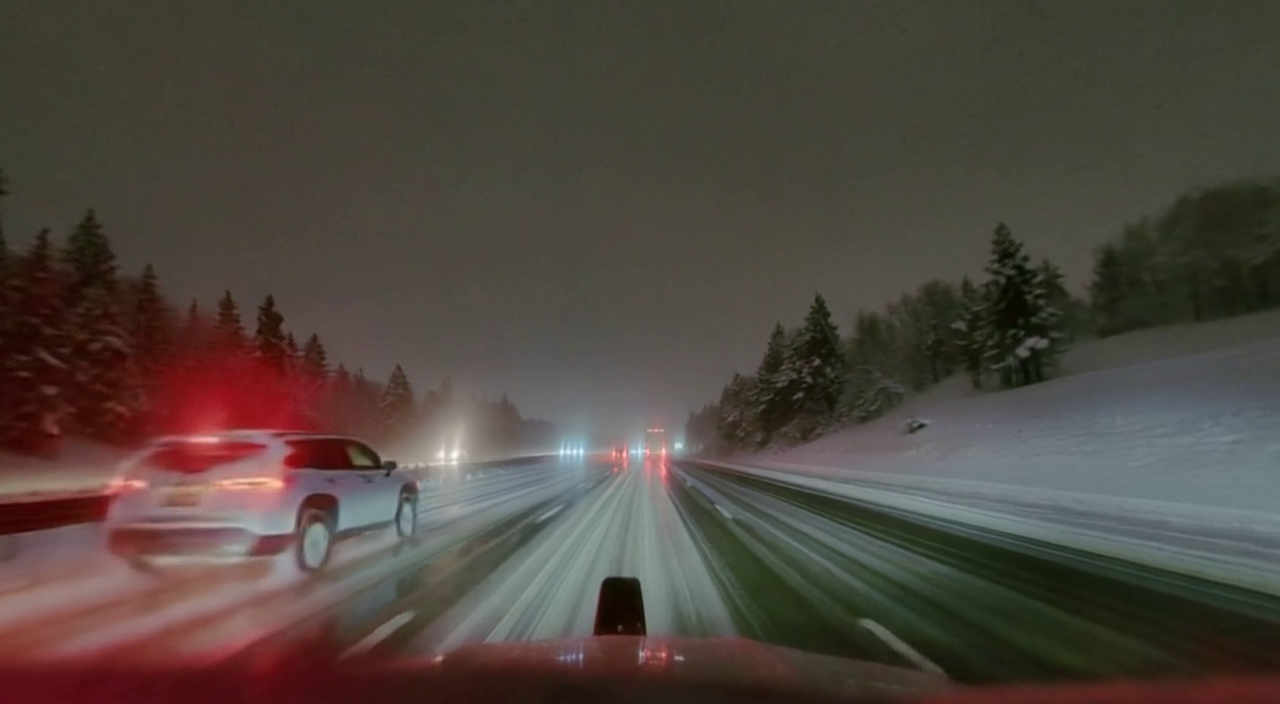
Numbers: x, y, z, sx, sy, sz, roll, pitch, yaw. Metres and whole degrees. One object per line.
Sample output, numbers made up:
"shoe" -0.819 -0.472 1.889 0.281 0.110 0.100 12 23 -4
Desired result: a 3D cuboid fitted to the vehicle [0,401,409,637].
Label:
"vehicle" -4.135 1.445 6.400 2.035 1.595 4.022 0 -9 0
